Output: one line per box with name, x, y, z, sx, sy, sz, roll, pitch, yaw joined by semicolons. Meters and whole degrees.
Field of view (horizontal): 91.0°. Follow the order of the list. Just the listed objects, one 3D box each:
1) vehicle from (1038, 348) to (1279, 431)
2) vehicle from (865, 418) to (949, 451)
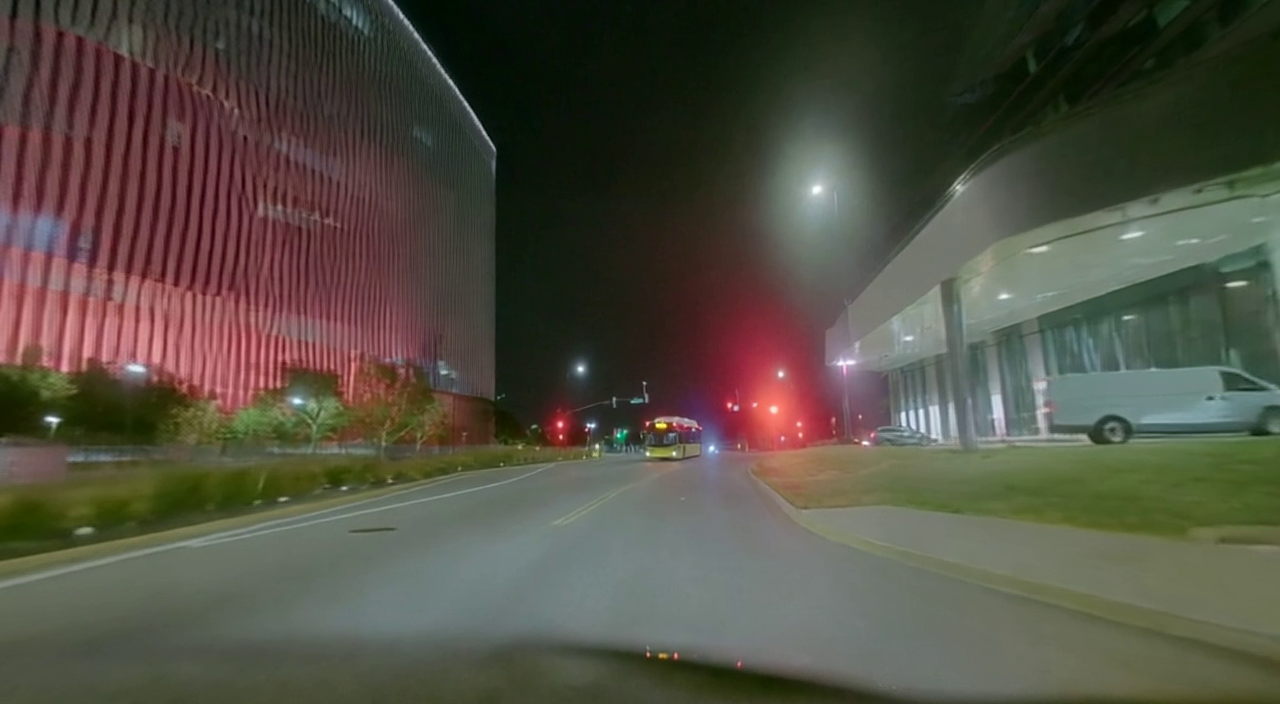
vehicle;13.889;1.028;16.061;5.745;1.902;2.244;-1;-8;8
vehicle;17.631;5.533;41.855;4.647;1.951;2.304;-3;-10;12
